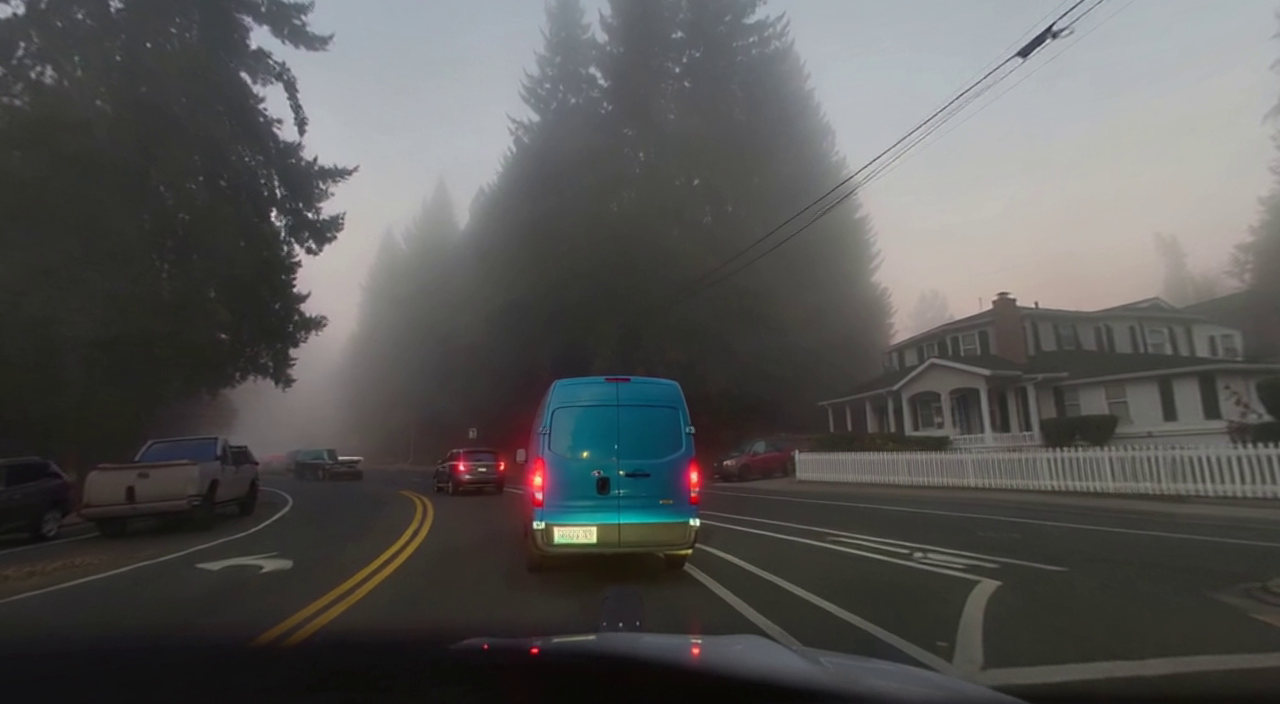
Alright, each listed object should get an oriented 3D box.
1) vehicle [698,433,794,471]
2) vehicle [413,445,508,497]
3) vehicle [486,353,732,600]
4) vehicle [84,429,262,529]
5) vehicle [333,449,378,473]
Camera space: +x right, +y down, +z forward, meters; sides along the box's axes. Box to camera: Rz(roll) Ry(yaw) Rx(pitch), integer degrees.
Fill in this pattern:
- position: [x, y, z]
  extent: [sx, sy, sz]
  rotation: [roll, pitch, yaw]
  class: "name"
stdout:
- position: [5.269, 4.932, 31.269]
  extent: [4.559, 1.754, 1.985]
  rotation: [6, -10, -34]
  class: "vehicle"
- position: [-5.852, 3.713, 20.245]
  extent: [2.008, 1.445, 4.386]
  rotation: [4, -9, -27]
  class: "vehicle"
- position: [-0.791, 1.444, 8.100]
  extent: [2.213, 2.124, 4.809]
  rotation: [2, -9, -14]
  class: "vehicle"
- position: [-10.658, 2.845, 14.993]
  extent: [2.228, 1.871, 5.492]
  rotation: [4, -9, -25]
  class: "vehicle"
- position: [-19.136, 7.277, 42.381]
  extent: [1.911, 1.493, 4.291]
  rotation: [6, -10, -34]
  class: "vehicle"
